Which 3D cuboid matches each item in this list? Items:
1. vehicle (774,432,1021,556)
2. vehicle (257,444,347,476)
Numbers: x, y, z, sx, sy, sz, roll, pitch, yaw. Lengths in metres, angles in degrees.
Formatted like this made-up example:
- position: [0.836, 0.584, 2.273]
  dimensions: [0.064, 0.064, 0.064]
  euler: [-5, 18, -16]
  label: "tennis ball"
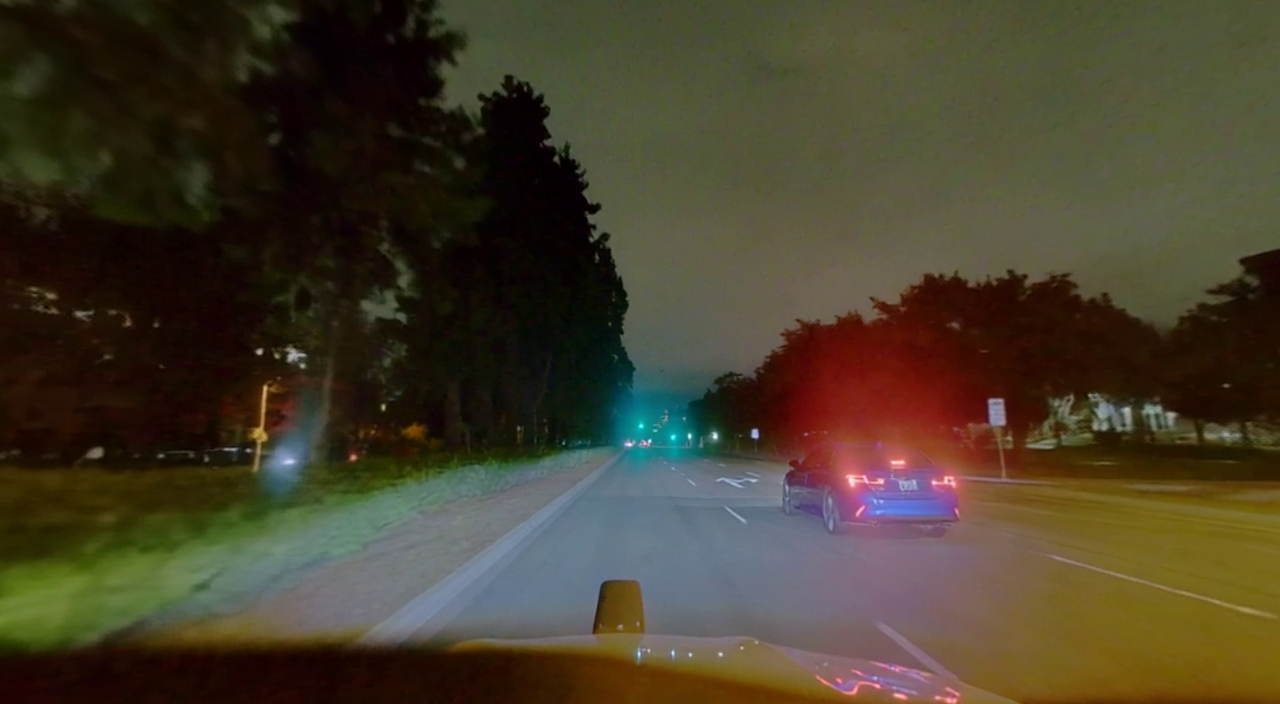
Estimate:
- position: [3.565, 2.019, 9.795]
  dimensions: [1.950, 1.473, 4.259]
  euler: [0, -8, -1]
  label: "vehicle"
- position: [-16.912, 5.403, 31.906]
  dimensions: [1.921, 1.466, 4.804]
  euler: [0, -8, 0]
  label: "vehicle"
